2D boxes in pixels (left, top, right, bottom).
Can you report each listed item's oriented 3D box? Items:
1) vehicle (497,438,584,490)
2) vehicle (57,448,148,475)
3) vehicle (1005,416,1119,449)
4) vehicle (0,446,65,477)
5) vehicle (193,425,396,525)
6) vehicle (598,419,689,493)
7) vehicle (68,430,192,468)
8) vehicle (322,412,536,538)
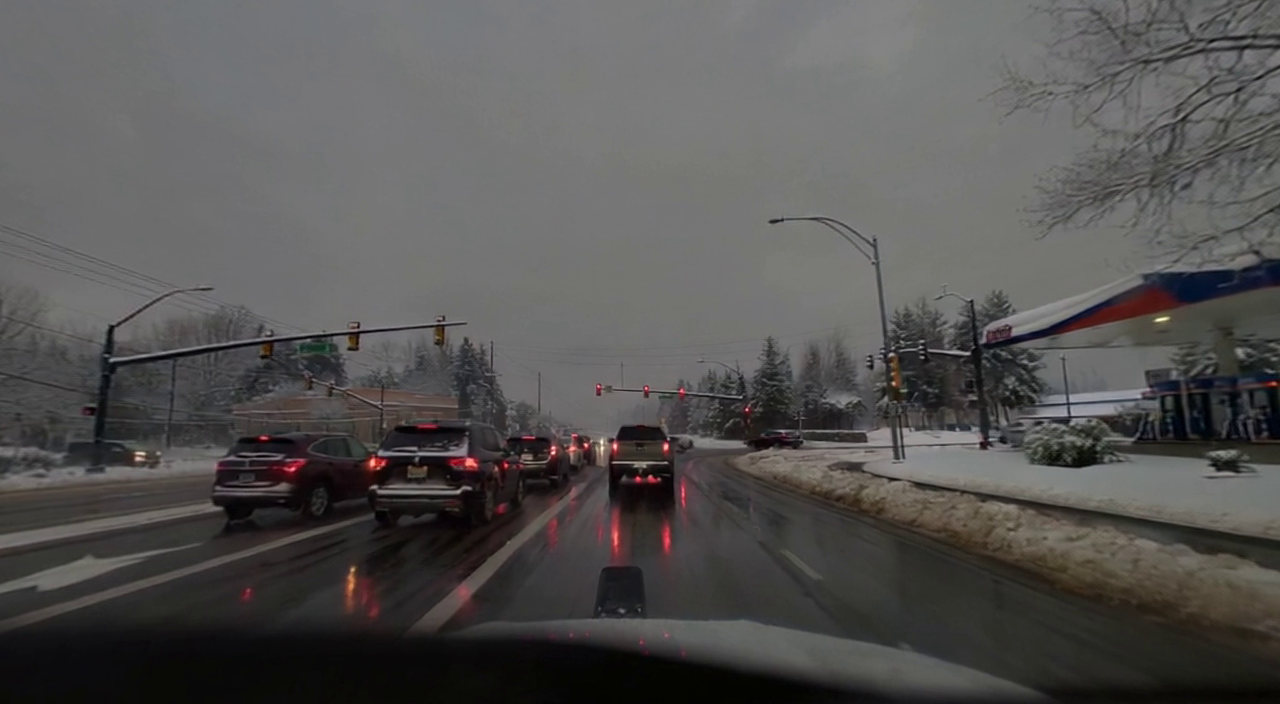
[{"bbox_3d":[-2.910,3.386,19.391,1.881,1.424,4.098,0,-9,2],"label":"vehicle"},{"bbox_3d":[-36.419,7.404,42.849,4.661,1.456,1.817,-3,-7,2],"label":"vehicle"},{"bbox_3d":[27.902,5.343,41.902,5.782,1.950,2.225,-2,-8,3],"label":"vehicle"},{"bbox_3d":[-40.777,6.995,40.412,5.808,1.893,2.225,0,-9,2],"label":"vehicle"},{"bbox_3d":[-6.379,2.291,12.227,1.790,1.605,3.696,0,-9,0],"label":"vehicle"},{"bbox_3d":[0.104,2.945,18.121,2.224,1.819,5.005,0,-9,0],"label":"vehicle"},{"bbox_3d":[-37.646,7.204,46.785,6.971,2.685,2.340,0,-9,0],"label":"vehicle"},{"bbox_3d":[-3.253,2.009,10.867,2.096,1.718,4.266,0,-9,2],"label":"vehicle"}]
